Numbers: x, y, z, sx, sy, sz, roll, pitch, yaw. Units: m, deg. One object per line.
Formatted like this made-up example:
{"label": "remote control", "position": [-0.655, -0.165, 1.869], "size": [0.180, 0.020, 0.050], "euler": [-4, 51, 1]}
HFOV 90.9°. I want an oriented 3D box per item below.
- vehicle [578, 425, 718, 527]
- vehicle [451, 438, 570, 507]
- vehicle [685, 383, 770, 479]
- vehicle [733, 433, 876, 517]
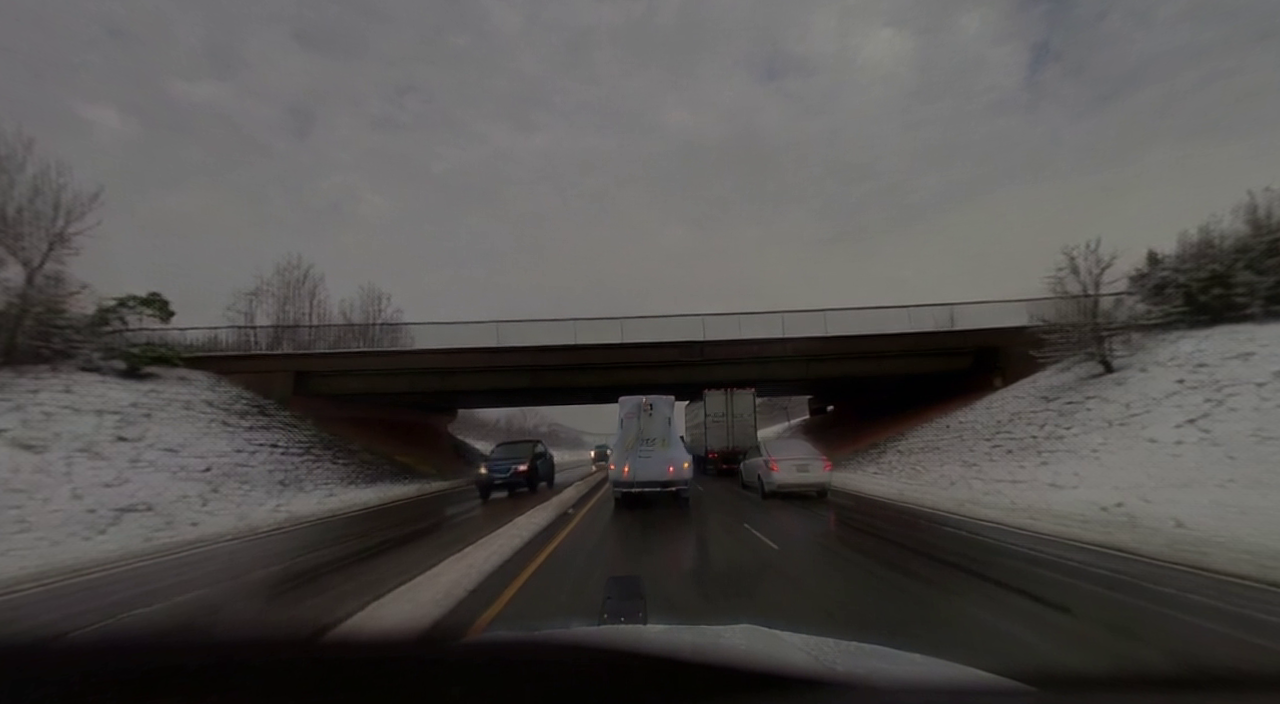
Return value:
{"label": "vehicle", "position": [0.168, 2.324, 12.261], "size": [2.256, 1.615, 4.114], "euler": [-1, -9, 1]}
{"label": "vehicle", "position": [-3.190, 3.077, 16.501], "size": [2.096, 1.531, 4.210], "euler": [-1, -9, 2]}
{"label": "vehicle", "position": [3.880, 3.783, 29.552], "size": [2.948, 3.974, 6.480], "euler": [-1, -9, 0]}
{"label": "vehicle", "position": [3.327, 2.575, 13.604], "size": [1.972, 1.505, 3.946], "euler": [-1, -9, 0]}
